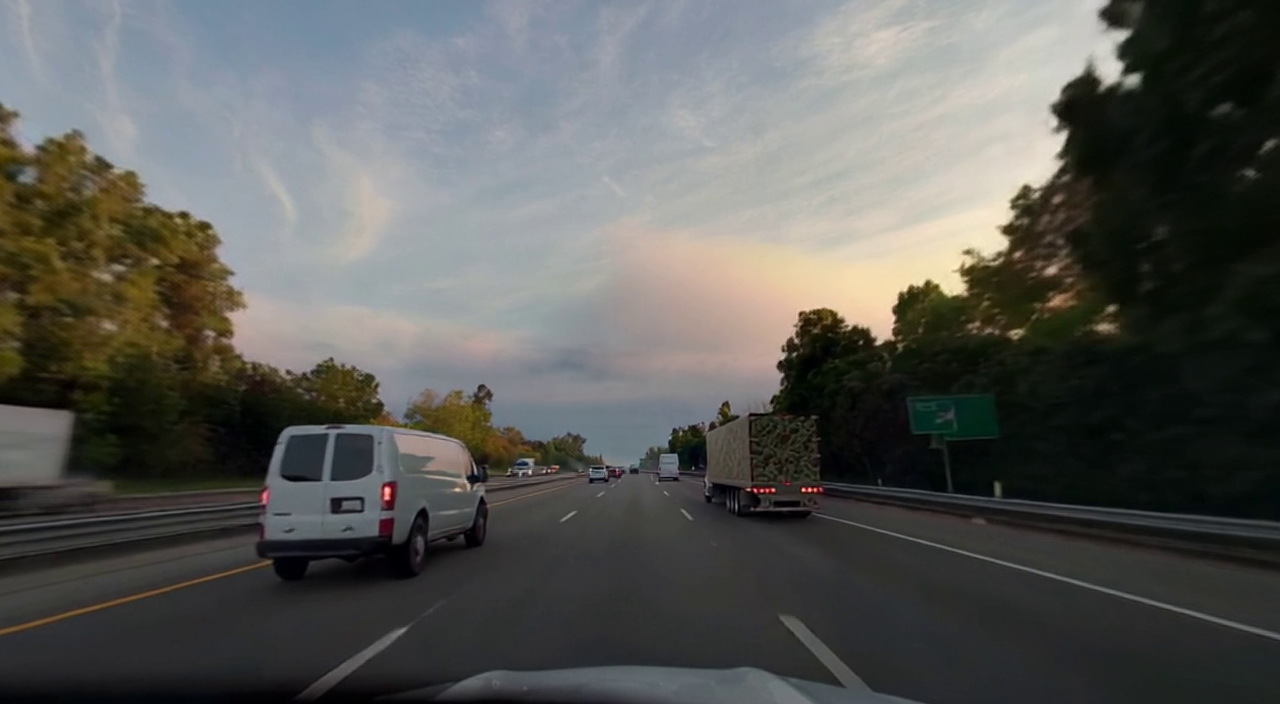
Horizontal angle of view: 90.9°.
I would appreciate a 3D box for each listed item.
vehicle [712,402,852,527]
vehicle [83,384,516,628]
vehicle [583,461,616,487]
[{"bbox_3d":[3.766,3.221,18.078,2.703,2.988,5.097,1,-10,-1],"label":"vehicle"},{"bbox_3d":[-3.242,1.699,7.695,2.378,1.930,5.086,1,-11,0],"label":"vehicle"},{"bbox_3d":[-3.077,9.463,48.982,2.204,1.852,4.661,1,-11,1],"label":"vehicle"}]
